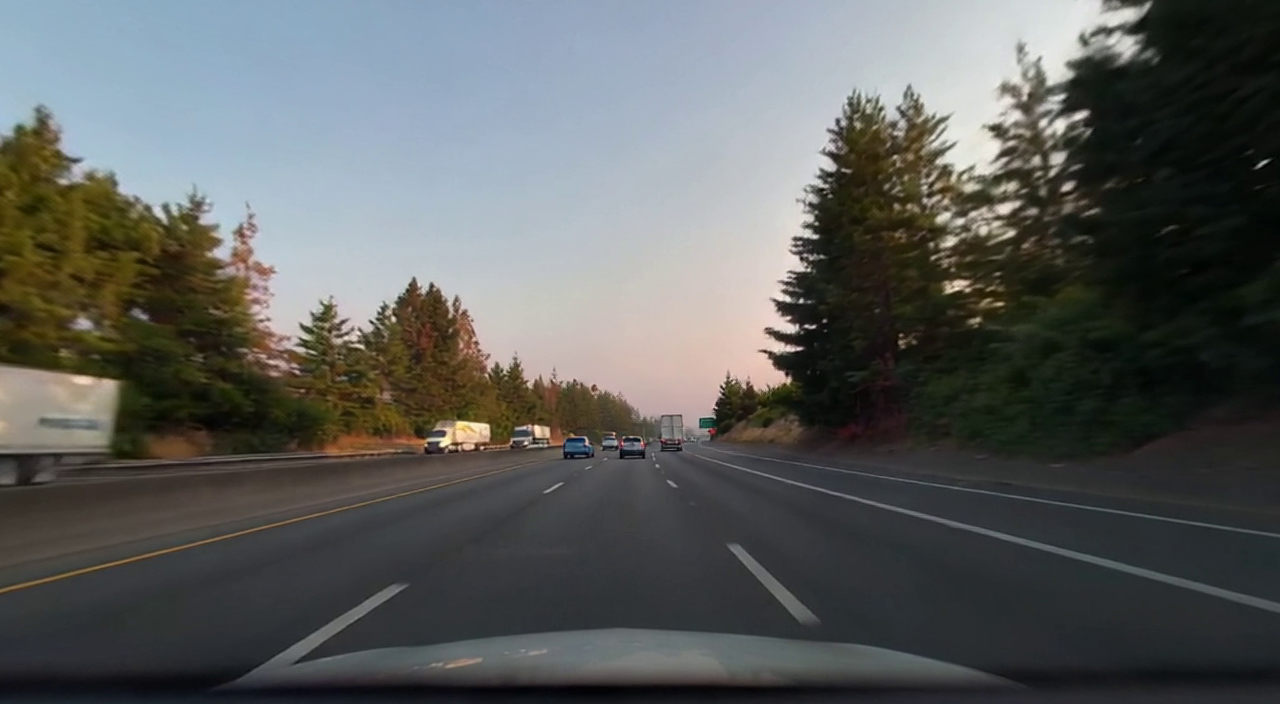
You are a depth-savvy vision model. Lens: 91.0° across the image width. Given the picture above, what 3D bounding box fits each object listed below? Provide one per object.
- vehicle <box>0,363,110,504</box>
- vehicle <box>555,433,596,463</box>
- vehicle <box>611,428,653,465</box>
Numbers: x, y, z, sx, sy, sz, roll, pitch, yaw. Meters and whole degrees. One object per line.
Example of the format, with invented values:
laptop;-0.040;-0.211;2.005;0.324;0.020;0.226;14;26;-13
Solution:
vehicle;-20.238;1.896;14.980;2.960;4.073;14.112;0;-8;0
vehicle;-3.990;6.081;39.802;2.047;1.757;4.183;-1;-8;1
vehicle;-0.467;5.398;35.952;2.211;1.933;4.315;0;-8;-1
